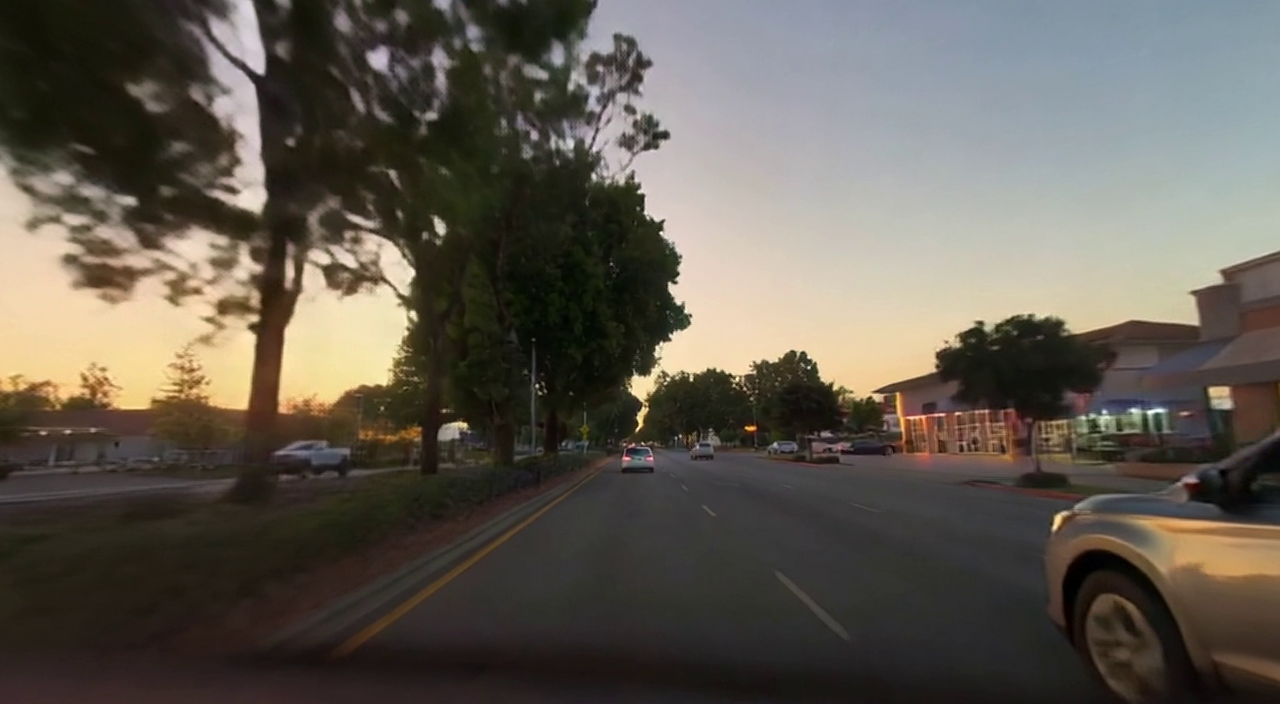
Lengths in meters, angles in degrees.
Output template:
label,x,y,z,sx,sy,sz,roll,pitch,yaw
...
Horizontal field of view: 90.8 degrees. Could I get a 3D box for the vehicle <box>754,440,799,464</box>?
label,x,y,z,sx,sy,sz,roll,pitch,yaw
vehicle,10.142,7.456,47.262,2.079,1.716,4.771,0,-9,-2

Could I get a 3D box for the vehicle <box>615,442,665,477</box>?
label,x,y,z,sx,sy,sz,roll,pitch,yaw
vehicle,-0.013,4.864,28.871,2.126,1.475,3.967,0,-9,-1

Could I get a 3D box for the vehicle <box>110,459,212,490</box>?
label,x,y,z,sx,sy,sz,roll,pitch,yaw
vehicle,-29.064,7.418,38.418,4.420,1.628,2.137,-1,-9,-1

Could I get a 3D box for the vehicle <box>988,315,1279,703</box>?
label,x,y,z,sx,sy,sz,roll,pitch,yaw
vehicle,3.200,0.653,1.587,2.110,1.698,4.397,0,-9,0

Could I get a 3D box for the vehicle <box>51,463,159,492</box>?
label,x,y,z,sx,sy,sz,roll,pitch,yaw
vehicle,-30.136,7.049,35.655,4.309,1.468,2.014,-1,-9,2

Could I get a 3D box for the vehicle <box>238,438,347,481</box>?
label,x,y,z,sx,sy,sz,roll,pitch,yaw
vehicle,-16.994,5.268,31.330,2.195,1.911,5.549,0,-9,0
